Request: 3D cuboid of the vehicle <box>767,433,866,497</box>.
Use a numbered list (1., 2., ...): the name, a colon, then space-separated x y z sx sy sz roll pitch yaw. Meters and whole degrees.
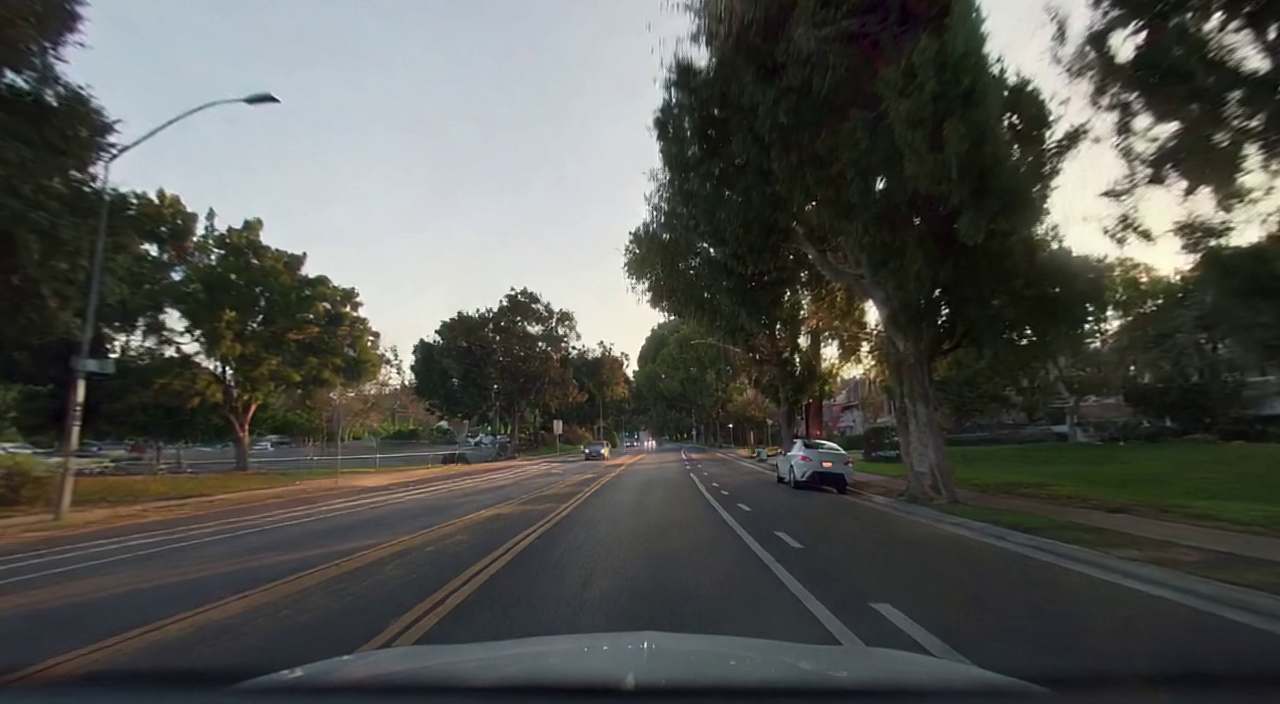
1. vehicle: 5.497 3.555 20.180 2.068 1.688 4.442 3 -9 3
